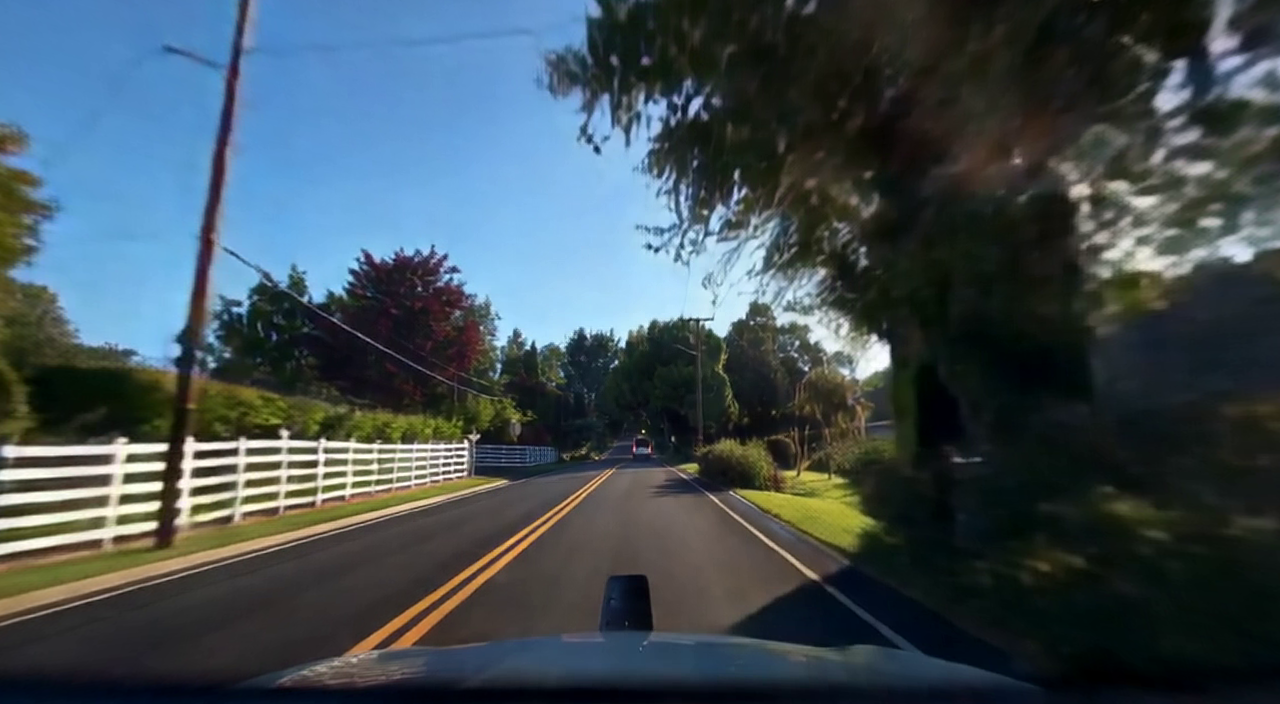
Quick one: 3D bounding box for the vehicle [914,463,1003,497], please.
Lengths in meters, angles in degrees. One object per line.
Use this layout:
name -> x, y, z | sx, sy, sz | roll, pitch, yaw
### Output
vehicle -> 16.070, 6.466, 32.092 | 2.001, 1.450, 4.481 | 0, -8, -2

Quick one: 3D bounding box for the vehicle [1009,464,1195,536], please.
vehicle -> 14.287, 4.563, 20.044 | 2.009, 1.781, 5.311 | 0, -8, 2

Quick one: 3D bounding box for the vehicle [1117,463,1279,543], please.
vehicle -> 18.189, 4.465, 19.177 | 2.328, 1.955, 5.699 | -2, -9, -8
